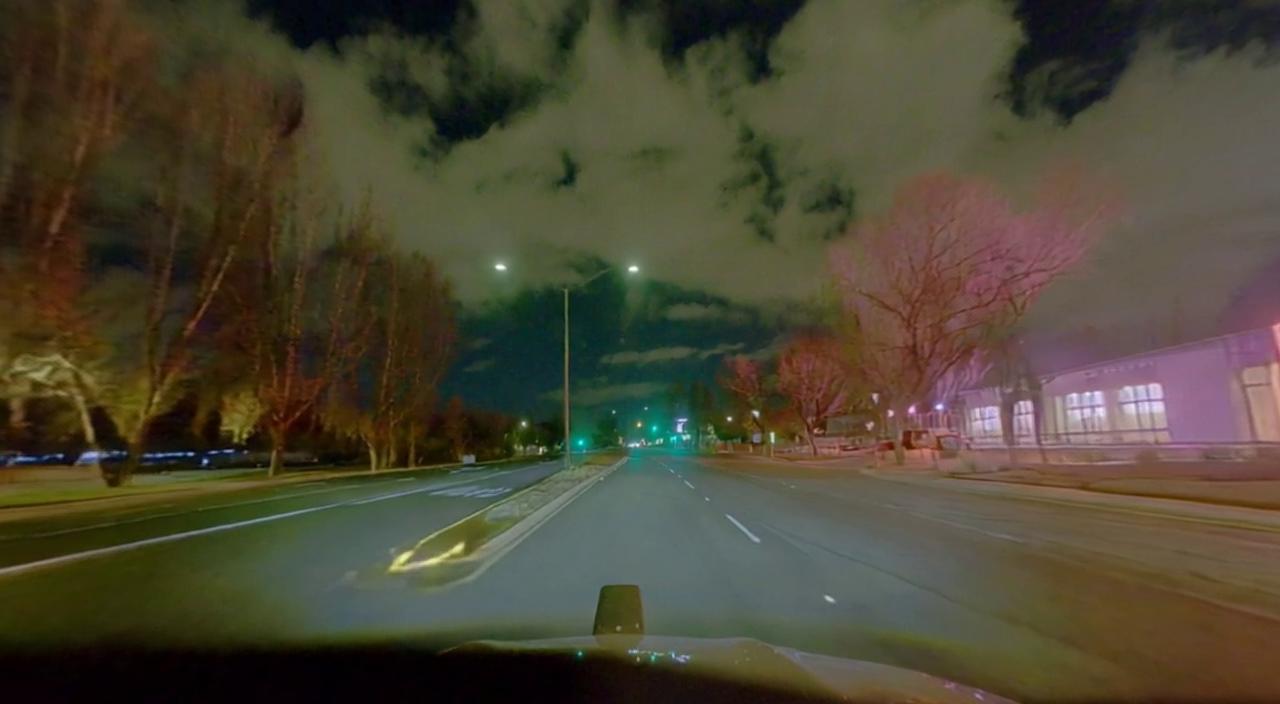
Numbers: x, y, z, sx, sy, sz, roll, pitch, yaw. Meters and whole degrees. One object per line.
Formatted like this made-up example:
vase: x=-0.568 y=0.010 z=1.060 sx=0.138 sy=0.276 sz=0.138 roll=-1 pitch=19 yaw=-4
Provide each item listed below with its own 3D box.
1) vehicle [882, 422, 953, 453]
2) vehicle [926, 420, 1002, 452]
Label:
vehicle: x=18.844 y=5.884 z=43.286 sx=2.228 sy=1.991 sz=5.447 roll=0 pitch=-9 yaw=-2
vehicle: x=22.305 y=5.841 z=43.776 sx=2.269 sy=1.949 sz=5.193 roll=-2 pitch=-8 yaw=-2
